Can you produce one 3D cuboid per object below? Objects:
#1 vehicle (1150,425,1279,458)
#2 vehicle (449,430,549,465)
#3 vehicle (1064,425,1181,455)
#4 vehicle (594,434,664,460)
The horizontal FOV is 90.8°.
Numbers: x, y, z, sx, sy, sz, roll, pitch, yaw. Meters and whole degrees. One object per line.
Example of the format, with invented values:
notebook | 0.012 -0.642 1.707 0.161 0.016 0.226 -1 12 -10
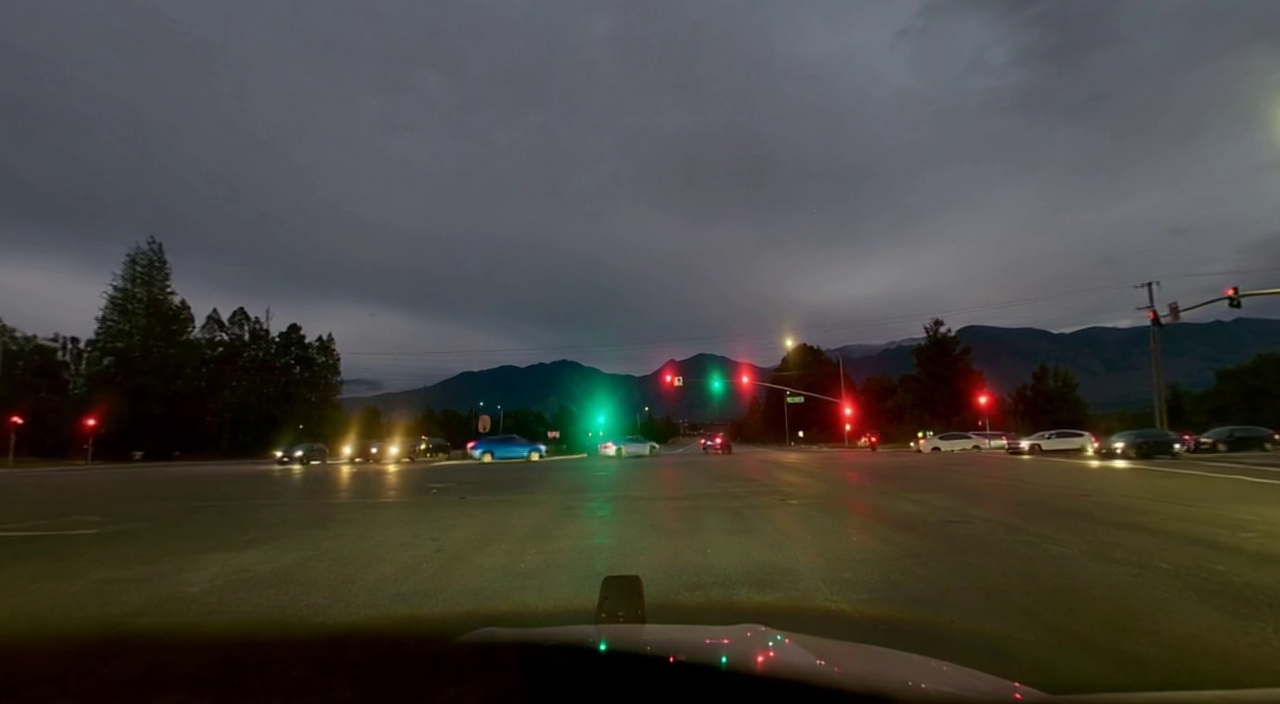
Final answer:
vehicle | 27.301 4.237 29.781 4.778 1.495 1.959 0 -8 0
vehicle | -7.551 5.139 34.050 4.812 1.735 2.105 5 -10 -29
vehicle | 28.325 5.197 37.182 5.100 1.680 2.055 0 -8 1
vehicle | -0.683 6.075 40.440 4.218 1.542 2.044 8 -12 -44
